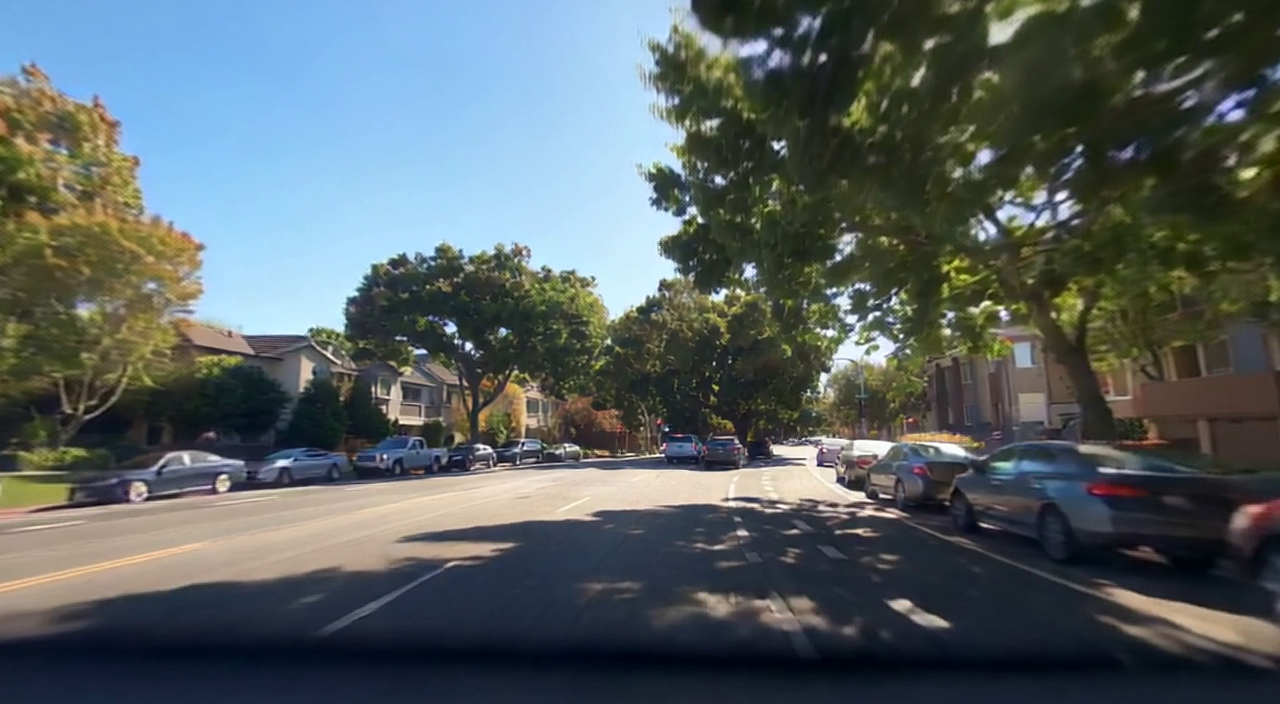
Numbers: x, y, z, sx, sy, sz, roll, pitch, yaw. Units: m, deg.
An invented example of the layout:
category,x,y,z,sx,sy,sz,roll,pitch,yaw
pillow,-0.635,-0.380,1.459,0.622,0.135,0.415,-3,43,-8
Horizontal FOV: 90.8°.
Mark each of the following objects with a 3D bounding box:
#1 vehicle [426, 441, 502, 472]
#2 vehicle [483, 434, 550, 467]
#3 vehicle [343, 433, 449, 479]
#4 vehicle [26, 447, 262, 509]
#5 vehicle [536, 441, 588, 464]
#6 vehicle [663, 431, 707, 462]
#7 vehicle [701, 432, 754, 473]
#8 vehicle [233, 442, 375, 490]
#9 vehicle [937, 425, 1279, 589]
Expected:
category,x,y,z,sx,sy,sz,roll,pitch,yaw
vehicle,-9.015,5.385,32.796,1.809,1.469,4.485,-2,-8,13
vehicle,-7.387,5.996,38.486,2.115,1.853,4.745,-2,-9,15
vehicle,-10.291,4.428,27.141,1.977,1.761,4.990,-1,-8,8
vehicle,-12.258,3.101,16.154,1.893,1.310,4.719,-1,-8,6
vehicle,-5.396,7.006,44.246,1.782,1.472,4.744,-3,-9,18
vehicle,2.883,5.918,39.557,1.877,1.827,4.298,-2,-9,16
vehicle,4.046,4.507,28.535,1.852,1.680,4.488,-2,-9,14
vehicle,-11.449,3.875,21.987,1.880,1.450,4.627,-1,-8,9
vehicle,5.544,1.765,8.034,1.841,1.545,3.813,0,-8,4
